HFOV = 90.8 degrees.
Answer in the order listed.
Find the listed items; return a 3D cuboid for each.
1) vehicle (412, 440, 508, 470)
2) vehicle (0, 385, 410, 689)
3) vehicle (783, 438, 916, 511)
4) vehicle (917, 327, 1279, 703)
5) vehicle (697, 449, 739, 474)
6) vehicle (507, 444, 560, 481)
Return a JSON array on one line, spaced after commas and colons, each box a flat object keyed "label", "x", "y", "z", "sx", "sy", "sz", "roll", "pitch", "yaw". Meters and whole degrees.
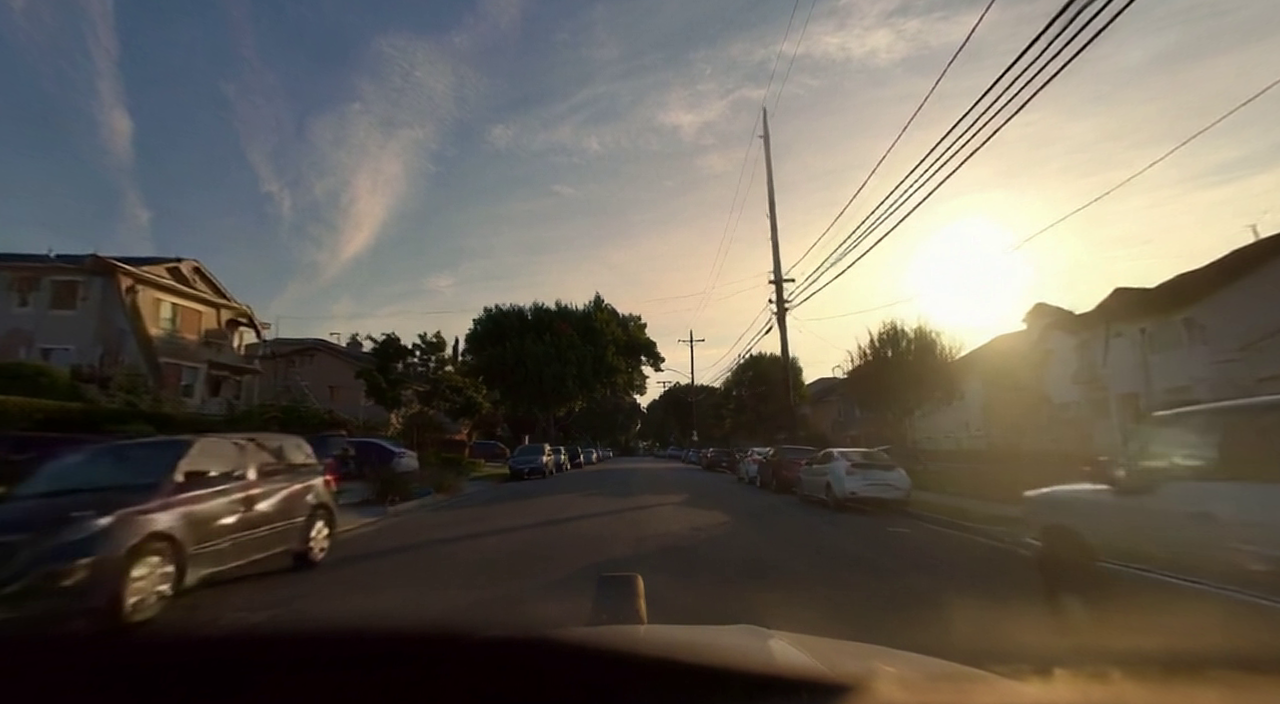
[{"label": "vehicle", "x": -11.940, "y": 6.846, "z": 42.188, "sx": 5.755, "sy": 1.869, "sz": 2.194, "roll": 1, "pitch": -8, "yaw": -2}, {"label": "vehicle", "x": -5.016, "y": 1.795, "z": 7.503, "sx": 2.394, "sy": 2.089, "sz": 5.951, "roll": -3, "pitch": -9, "yaw": -1}, {"label": "vehicle", "x": 5.080, "y": 3.016, "z": 16.005, "sx": 1.826, "sy": 1.566, "sz": 4.307, "roll": 0, "pitch": -9, "yaw": -1}, {"label": "vehicle", "x": 3.744, "y": 0.907, "z": 2.650, "sx": 2.415, "sy": 1.963, "sz": 5.688, "roll": 0, "pitch": -8, "yaw": -2}, {"label": "vehicle", "x": 4.844, "y": 6.875, "z": 39.855, "sx": 1.847, "sy": 1.448, "sz": 4.162, "roll": 0, "pitch": -9, "yaw": -3}, {"label": "vehicle", "x": -4.921, "y": 5.185, "z": 29.712, "sx": 1.983, "sy": 1.579, "sz": 3.879, "roll": 1, "pitch": -9, "yaw": -2}]
